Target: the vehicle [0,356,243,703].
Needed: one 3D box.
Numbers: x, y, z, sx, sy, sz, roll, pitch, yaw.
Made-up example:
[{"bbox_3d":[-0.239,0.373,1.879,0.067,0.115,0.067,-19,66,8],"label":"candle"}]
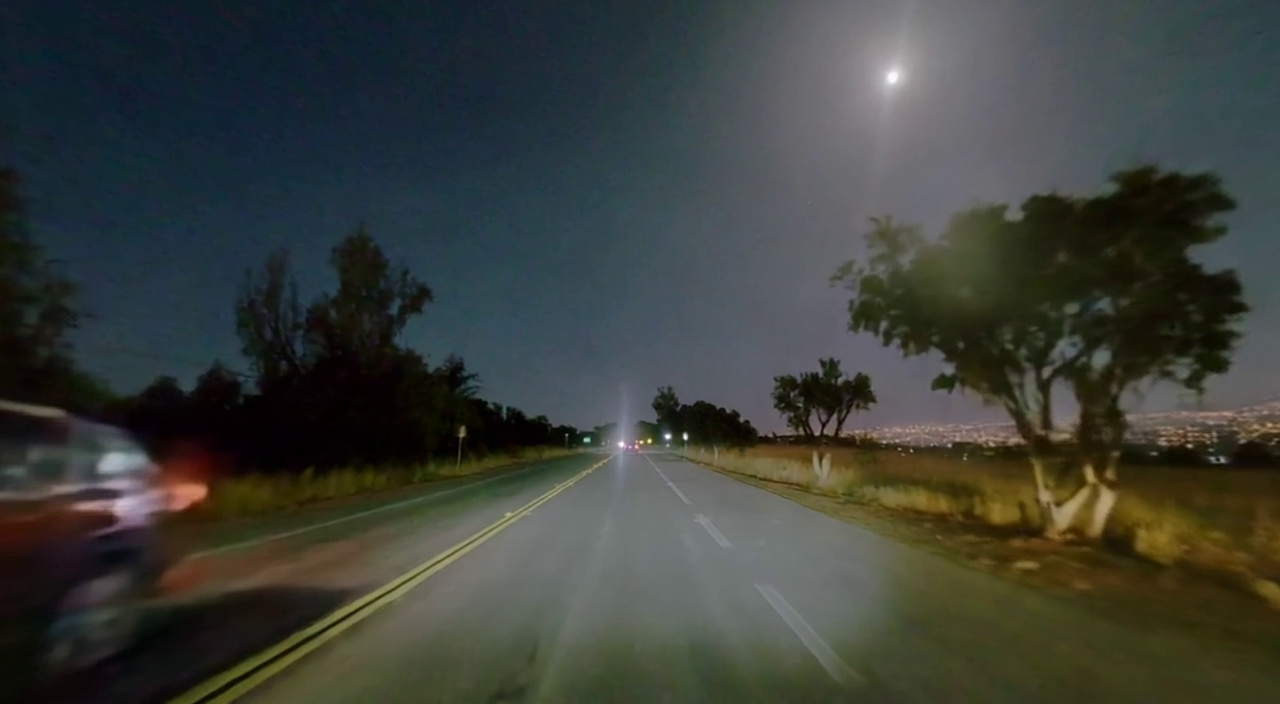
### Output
[{"bbox_3d":[-4.501,0.878,2.615,2.695,1.840,4.689,0,-9,-1],"label":"vehicle"}]
